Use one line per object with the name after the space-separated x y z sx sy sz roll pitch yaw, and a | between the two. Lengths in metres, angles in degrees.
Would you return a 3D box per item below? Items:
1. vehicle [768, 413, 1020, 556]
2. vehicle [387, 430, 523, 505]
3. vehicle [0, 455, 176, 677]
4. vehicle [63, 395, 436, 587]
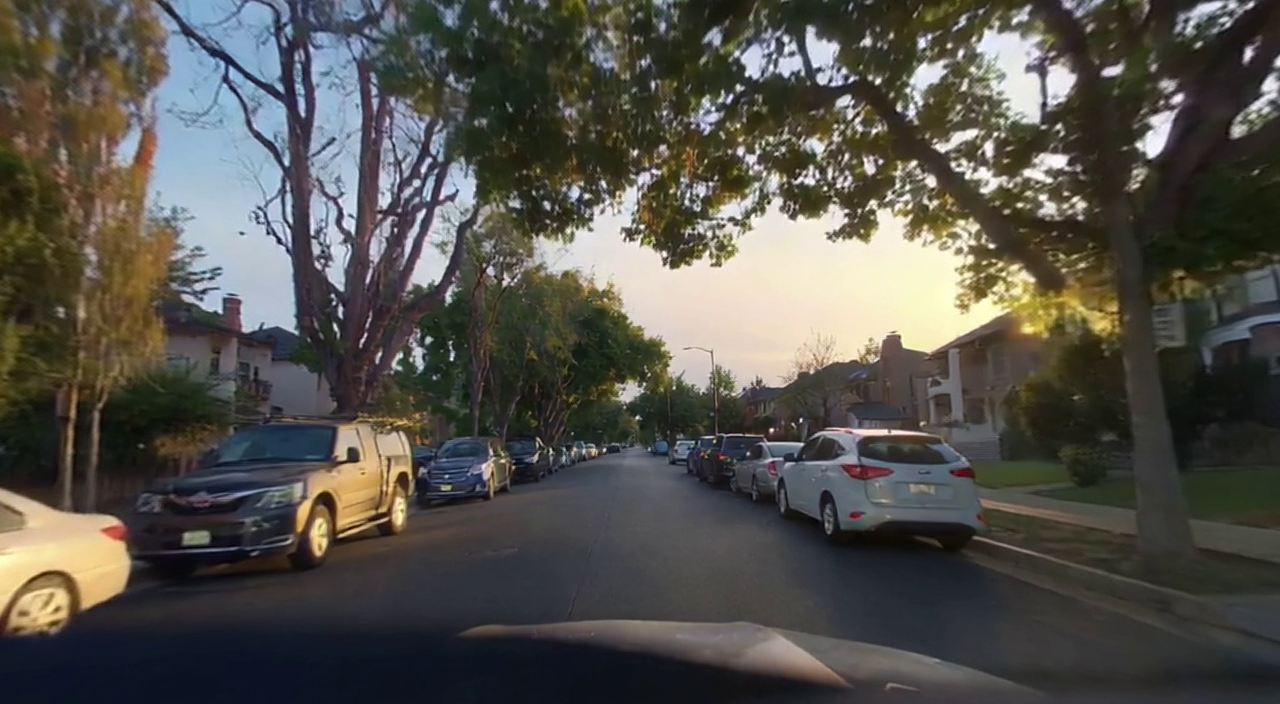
3.547 1.950 10.027 1.994 1.710 4.699 0 -8 -1 | vehicle
-5.299 3.398 19.137 2.683 1.923 5.421 0 -8 -3 | vehicle
-5.245 1.352 3.538 1.858 1.456 4.587 0 -8 -1 | vehicle
-5.219 1.935 9.796 2.390 2.123 5.371 0 -8 -1 | vehicle
